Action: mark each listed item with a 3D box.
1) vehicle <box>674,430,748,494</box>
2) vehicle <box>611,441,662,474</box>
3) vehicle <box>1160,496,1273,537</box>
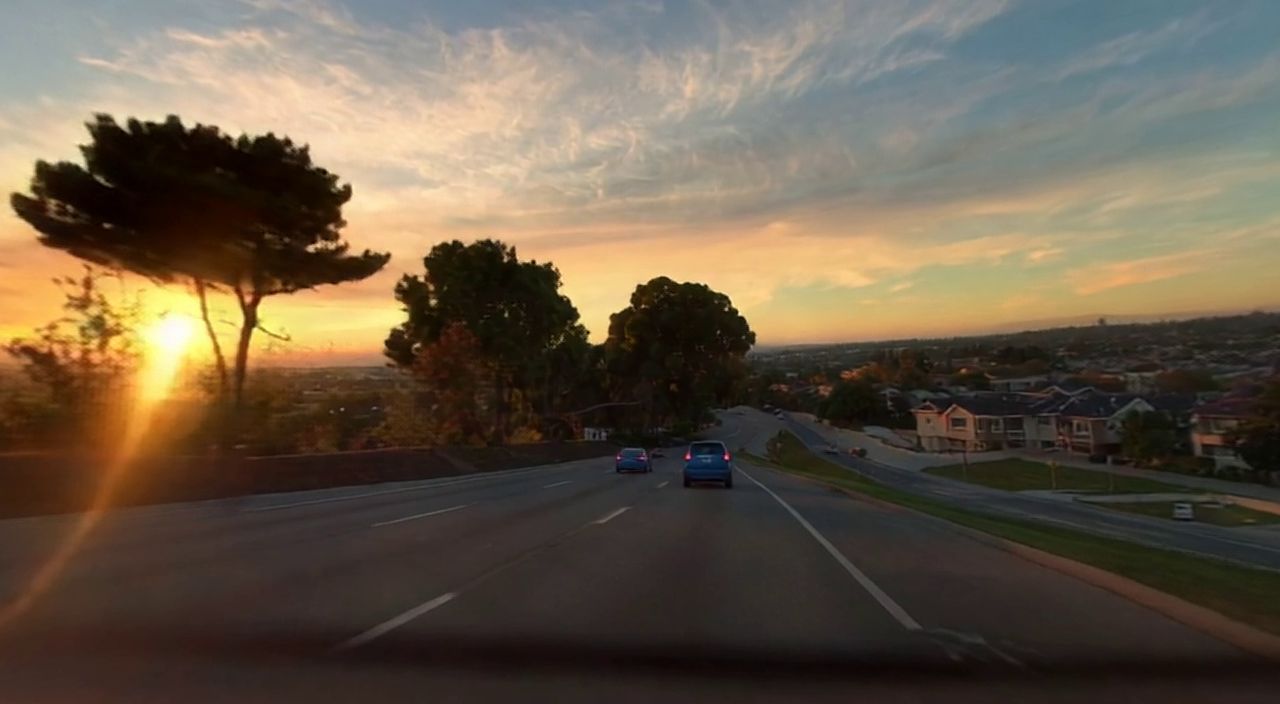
[{"bbox_3d":[2.373,3.517,20.626,2.125,1.830,4.370,-1,-8,8],"label":"vehicle"},{"bbox_3d":[-0.109,5.588,33.733,2.123,1.592,4.505,-1,-8,7],"label":"vehicle"},{"bbox_3d":[34.561,9.843,38.127,2.067,1.926,5.010,0,-9,0],"label":"vehicle"}]
